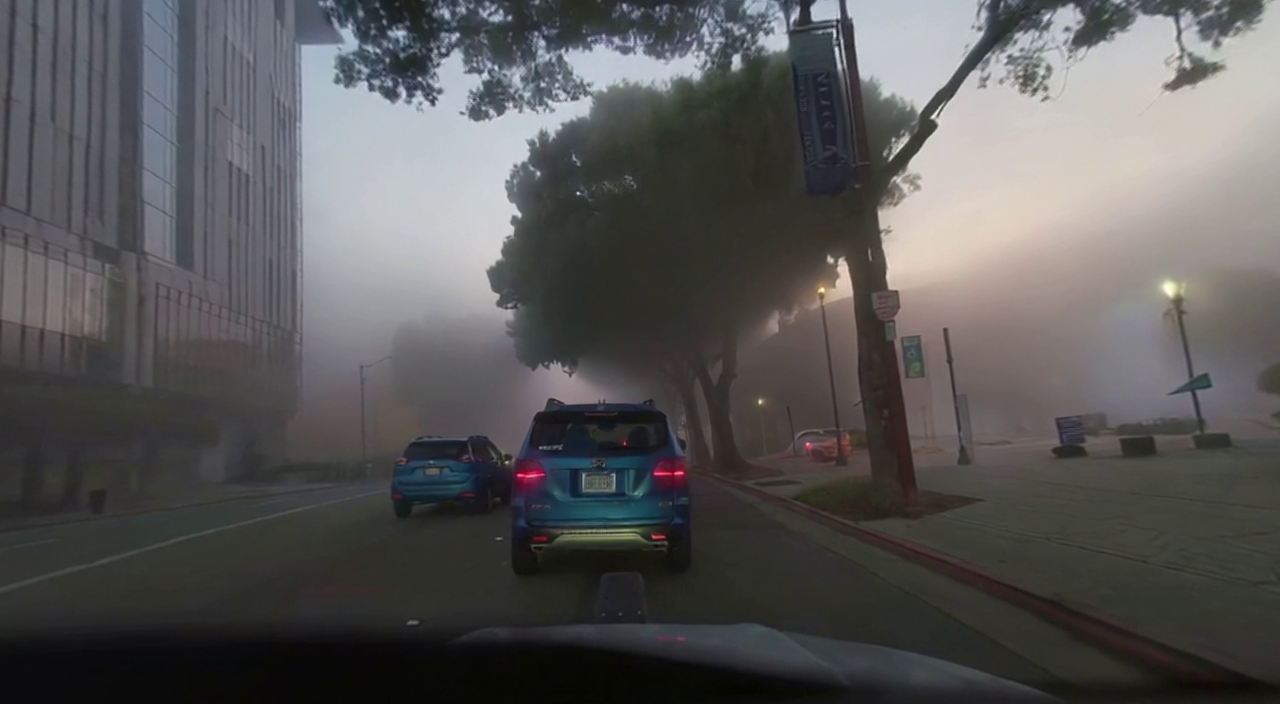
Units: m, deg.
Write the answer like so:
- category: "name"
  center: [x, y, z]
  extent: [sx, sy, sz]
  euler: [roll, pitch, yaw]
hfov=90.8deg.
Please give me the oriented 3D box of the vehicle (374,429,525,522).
- category: "vehicle"
  center: [-3.888, 2.584, 13.828]
  extent: [1.971, 1.658, 4.428]
  euler: [0, -8, -1]

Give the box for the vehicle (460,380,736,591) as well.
- category: "vehicle"
  center: [-0.456, 1.544, 8.123]
  extent: [2.531, 1.930, 4.382]
  euler: [0, -8, -2]

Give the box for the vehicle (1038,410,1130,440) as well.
- category: "vehicle"
  center: [24.458, 4.054, 34.888]
  extent: [3.826, 1.544, 1.754]
  euler: [1, -8, -5]

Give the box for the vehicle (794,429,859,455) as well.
- category: "vehicle"
  center: [10.696, 5.155, 36.119]
  extent: [1.877, 1.416, 3.965]
  euler: [-8, -11, 43]
